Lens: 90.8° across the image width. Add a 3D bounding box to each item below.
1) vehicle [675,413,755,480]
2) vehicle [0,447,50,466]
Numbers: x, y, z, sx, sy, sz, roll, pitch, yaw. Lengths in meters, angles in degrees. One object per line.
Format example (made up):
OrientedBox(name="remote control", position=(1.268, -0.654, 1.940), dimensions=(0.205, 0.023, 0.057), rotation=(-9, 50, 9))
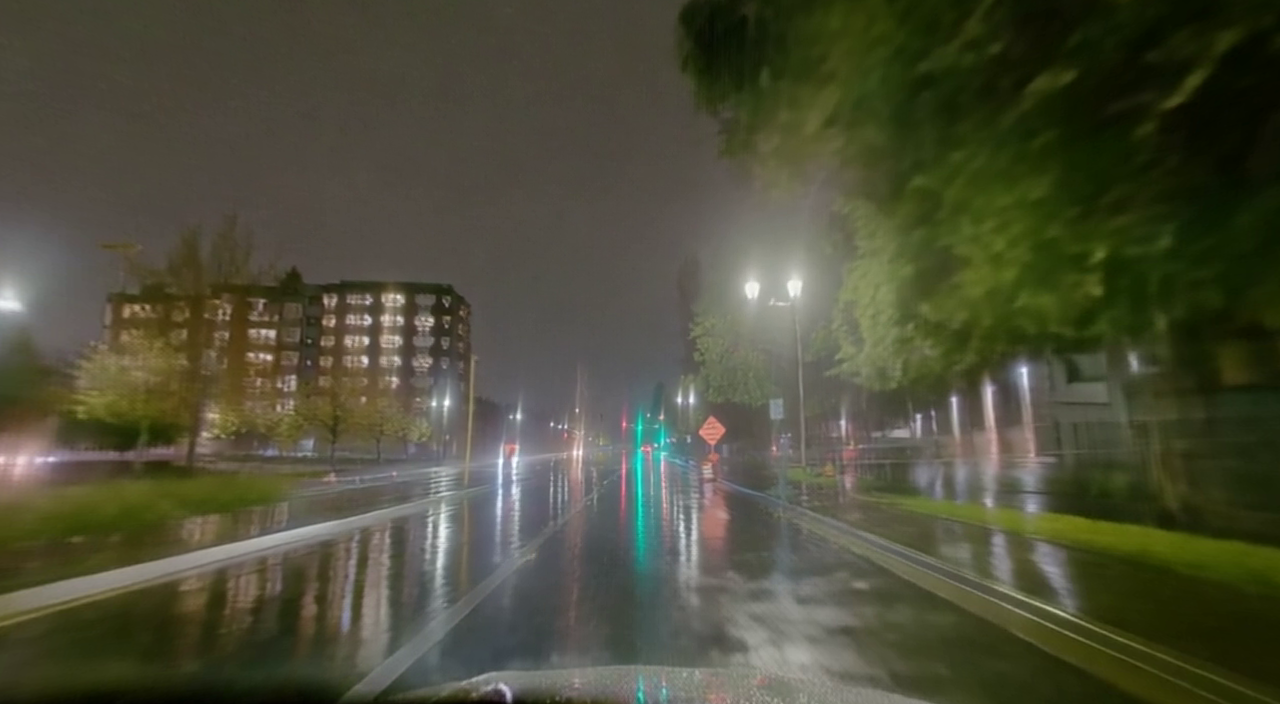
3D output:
OrientedBox(name="vehicle", position=(3.188, 4.117, 27.673), dimensions=(2.849, 2.686, 3.176), rotation=(-1, -8, -4))
OrientedBox(name="vehicle", position=(-47.834, 7.886, 47.813), dimensions=(1.773, 1.435, 4.806), rotation=(0, -9, -1))
